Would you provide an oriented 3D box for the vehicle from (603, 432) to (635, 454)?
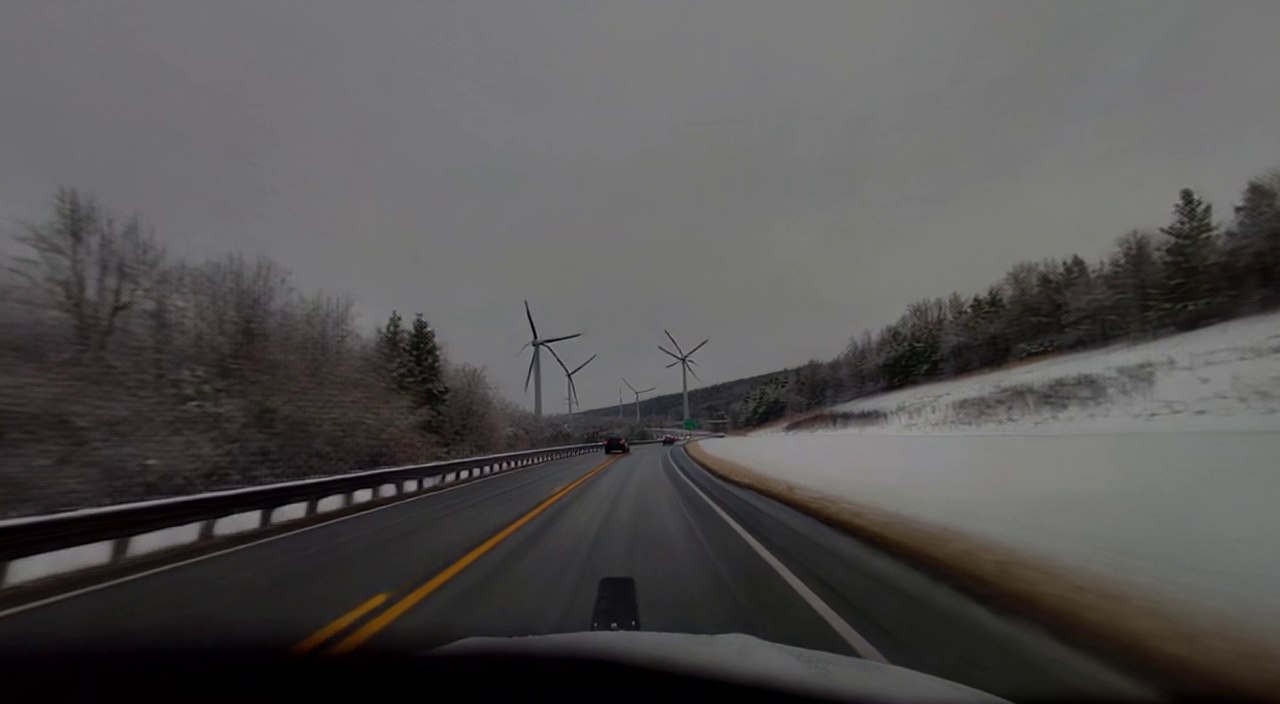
[{"bbox_3d":[-1.610,7.108,49.173,2.123,1.629,4.180,0,-8,3],"label":"vehicle"}]
